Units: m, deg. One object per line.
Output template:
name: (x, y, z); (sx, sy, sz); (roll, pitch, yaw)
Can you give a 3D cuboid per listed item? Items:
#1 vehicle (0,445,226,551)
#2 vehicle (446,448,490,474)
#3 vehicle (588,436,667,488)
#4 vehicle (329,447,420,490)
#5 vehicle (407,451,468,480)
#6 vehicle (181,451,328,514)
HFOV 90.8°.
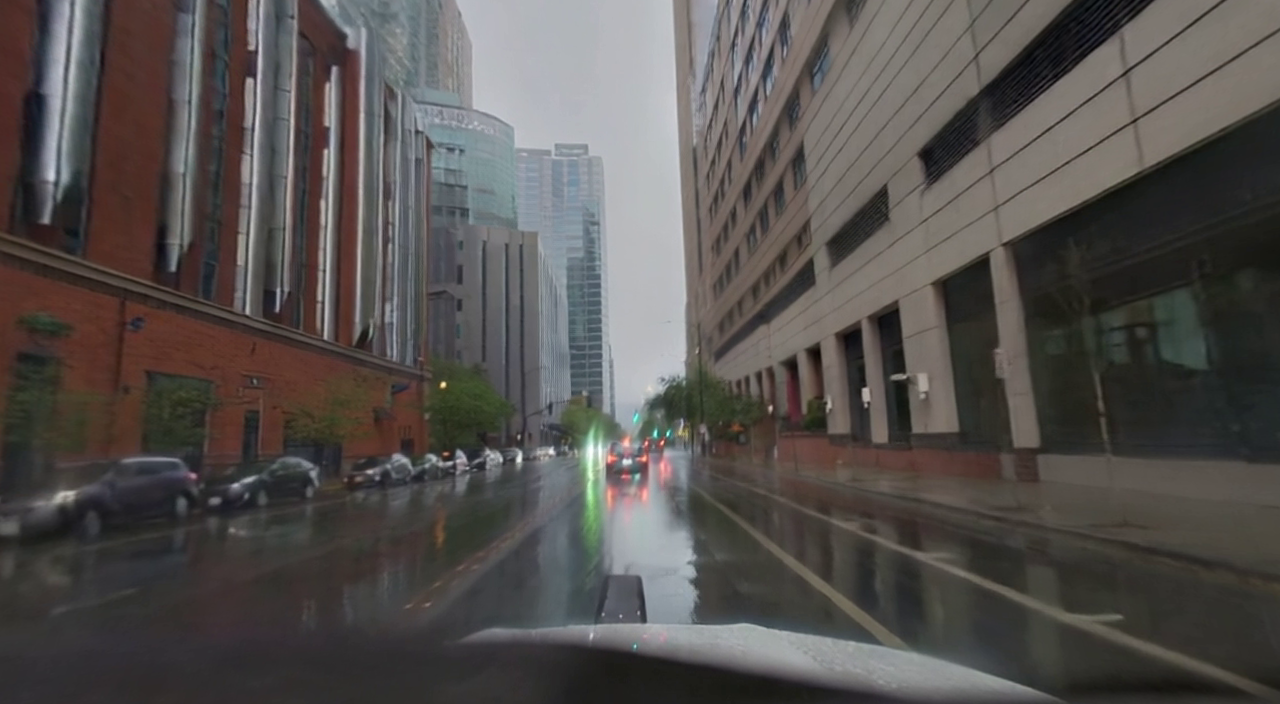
vehicle: (-11.968, 3.112, 14.308); (2.114, 1.938, 4.590); (-1, -8, -2)
vehicle: (-12.089, 7.653, 44.672); (1.976, 1.577, 4.091); (-4, -8, -1)
vehicle: (-0.370, 3.482, 20.389); (2.269, 1.479, 3.980); (0, -8, 0)
vehicle: (-11.960, 5.263, 28.907); (2.077, 1.732, 4.704); (-1, -8, 0)
vehicle: (-11.766, 6.578, 37.063); (1.991, 1.507, 4.879); (0, -8, 0)
vehicle: (-11.887, 3.996, 19.902); (1.881, 1.686, 4.451); (0, -8, -1)
